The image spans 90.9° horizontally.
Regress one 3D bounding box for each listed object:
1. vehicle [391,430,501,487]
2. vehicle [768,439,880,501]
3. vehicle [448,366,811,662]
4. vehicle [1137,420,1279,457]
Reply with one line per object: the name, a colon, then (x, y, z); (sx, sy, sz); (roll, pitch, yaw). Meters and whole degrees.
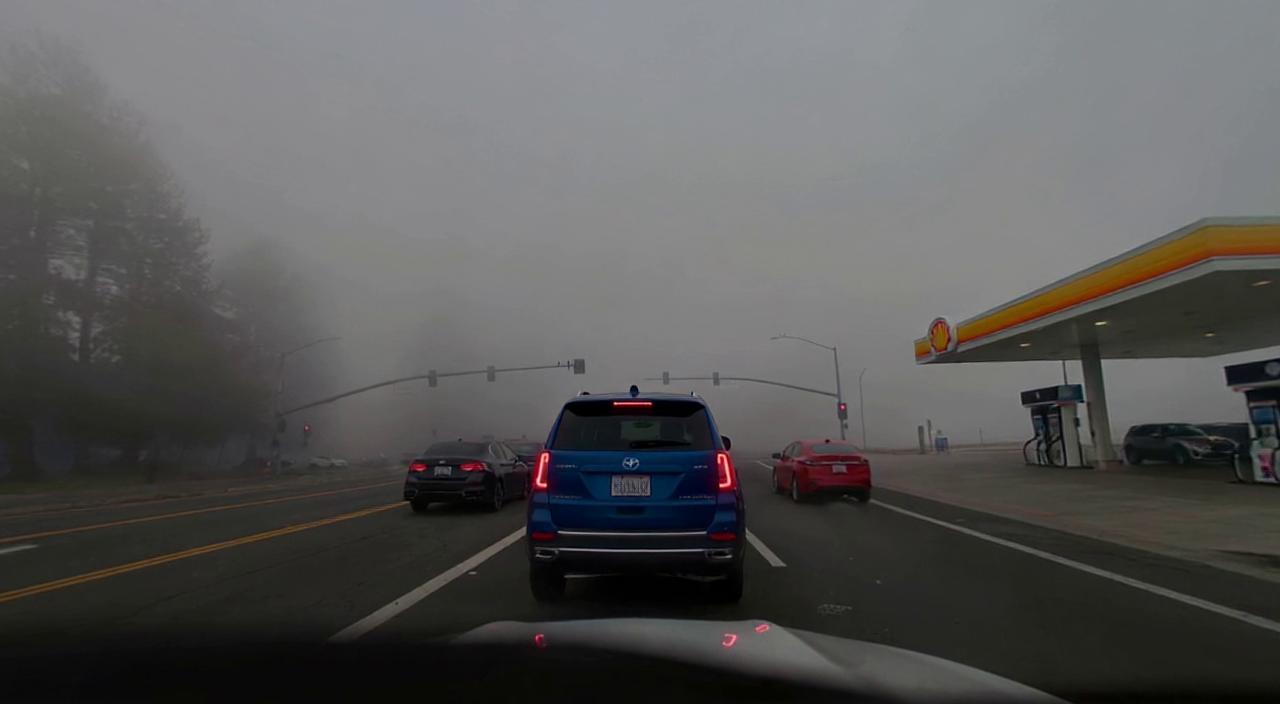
vehicle: (-6.635, 3.707, 22.175); (2.065, 1.753, 4.525); (-1, -9, 5)
vehicle: (4.937, 3.217, 17.643); (2.041, 1.490, 4.471); (-1, -9, 4)
vehicle: (0.011, 1.320, 6.134); (2.236, 1.819, 4.291); (0, -9, 2)
vehicle: (25.944, 3.967, 28.775); (4.551, 1.616, 1.973); (-2, -9, 11)
